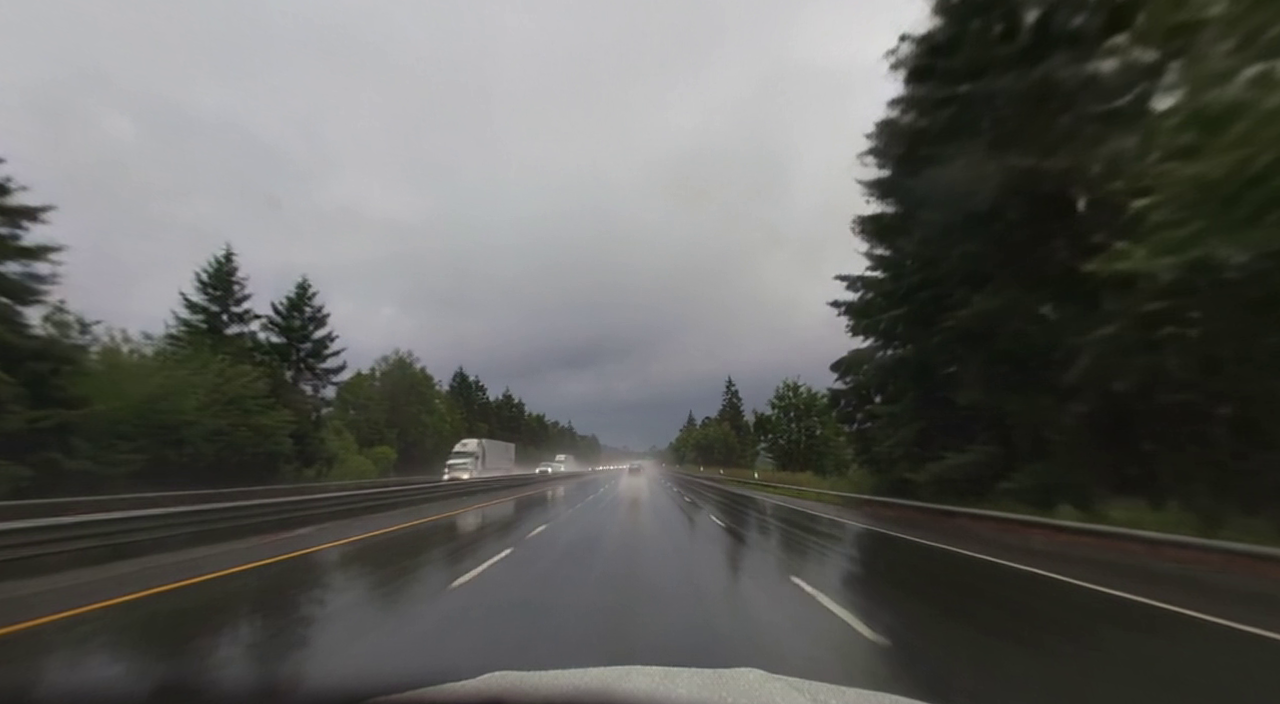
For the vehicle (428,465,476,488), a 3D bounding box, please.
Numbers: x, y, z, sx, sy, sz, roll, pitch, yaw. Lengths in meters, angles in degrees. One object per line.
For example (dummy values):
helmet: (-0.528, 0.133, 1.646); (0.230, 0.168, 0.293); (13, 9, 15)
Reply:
vehicle: (-12.186, 8.100, 41.043); (1.961, 1.374, 3.513); (0, -11, 1)
